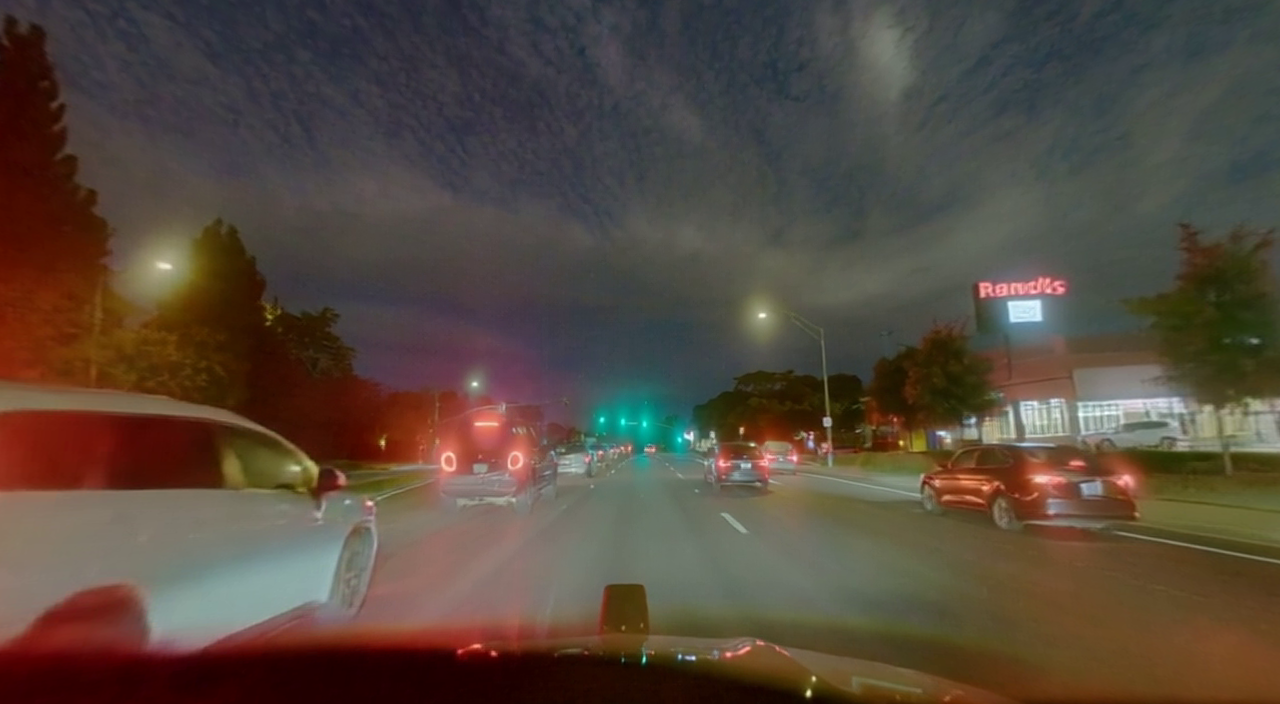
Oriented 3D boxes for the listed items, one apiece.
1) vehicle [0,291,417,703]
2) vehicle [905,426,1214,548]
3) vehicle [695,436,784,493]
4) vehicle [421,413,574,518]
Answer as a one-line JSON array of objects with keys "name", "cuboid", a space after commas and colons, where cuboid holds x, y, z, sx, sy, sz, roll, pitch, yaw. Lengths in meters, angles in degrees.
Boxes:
[{"name": "vehicle", "cuboid": [-2.863, 0.846, 2.735, 2.141, 1.719, 4.379, 0, -9, 1]}, {"name": "vehicle", "cuboid": [6.378, 2.092, 10.492, 1.881, 1.540, 4.750, 0, -9, 0]}, {"name": "vehicle", "cuboid": [2.858, 3.345, 19.131, 2.004, 1.512, 4.206, 0, -9, 0]}, {"name": "vehicle", "cuboid": [-2.711, 2.299, 13.202, 2.117, 1.799, 4.442, 0, -9, 0]}]
